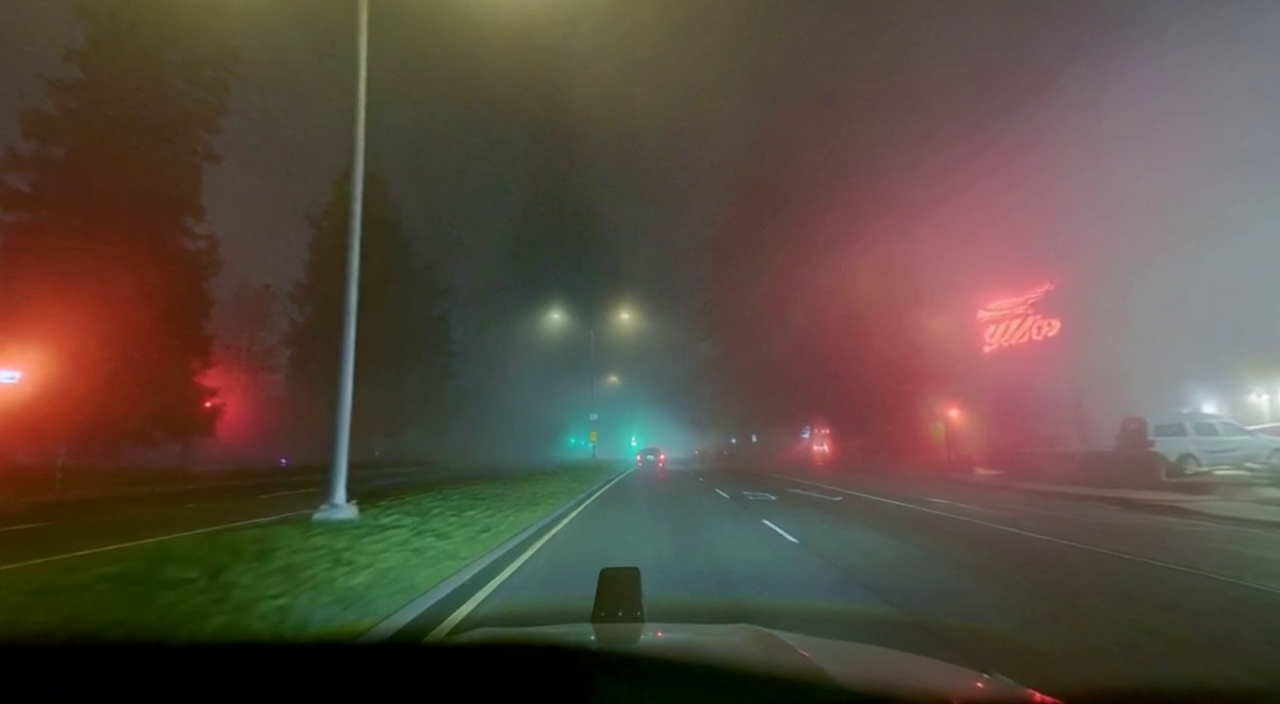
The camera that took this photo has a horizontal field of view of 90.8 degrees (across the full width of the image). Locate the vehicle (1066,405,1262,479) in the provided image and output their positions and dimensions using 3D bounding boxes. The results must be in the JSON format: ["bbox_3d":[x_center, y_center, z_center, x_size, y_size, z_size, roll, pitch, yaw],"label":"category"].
[{"bbox_3d":[20.619,3.559,25.021,5.953,2.747,2.389,1,-8,-9],"label":"vehicle"}]

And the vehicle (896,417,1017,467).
[{"bbox_3d":[21.502,6.156,43.112,6.856,3.118,2.741,0,-10,-11],"label":"vehicle"}]

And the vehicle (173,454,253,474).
[{"bbox_3d":[-33.075,8.694,49.085,4.678,1.468,1.949,1,-9,-11],"label":"vehicle"}]

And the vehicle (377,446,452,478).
[{"bbox_3d":[-10.828,5.306,30.753,1.907,1.429,4.439,-1,-8,2],"label":"vehicle"}]

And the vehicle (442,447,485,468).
[{"bbox_3d":[-13.428,8.042,48.373,1.843,1.486,4.700,0,-8,1],"label":"vehicle"}]

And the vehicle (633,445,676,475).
[{"bbox_3d":[0.774,5.616,33.103,2.095,1.456,3.873,-1,-8,2],"label":"vehicle"}]
